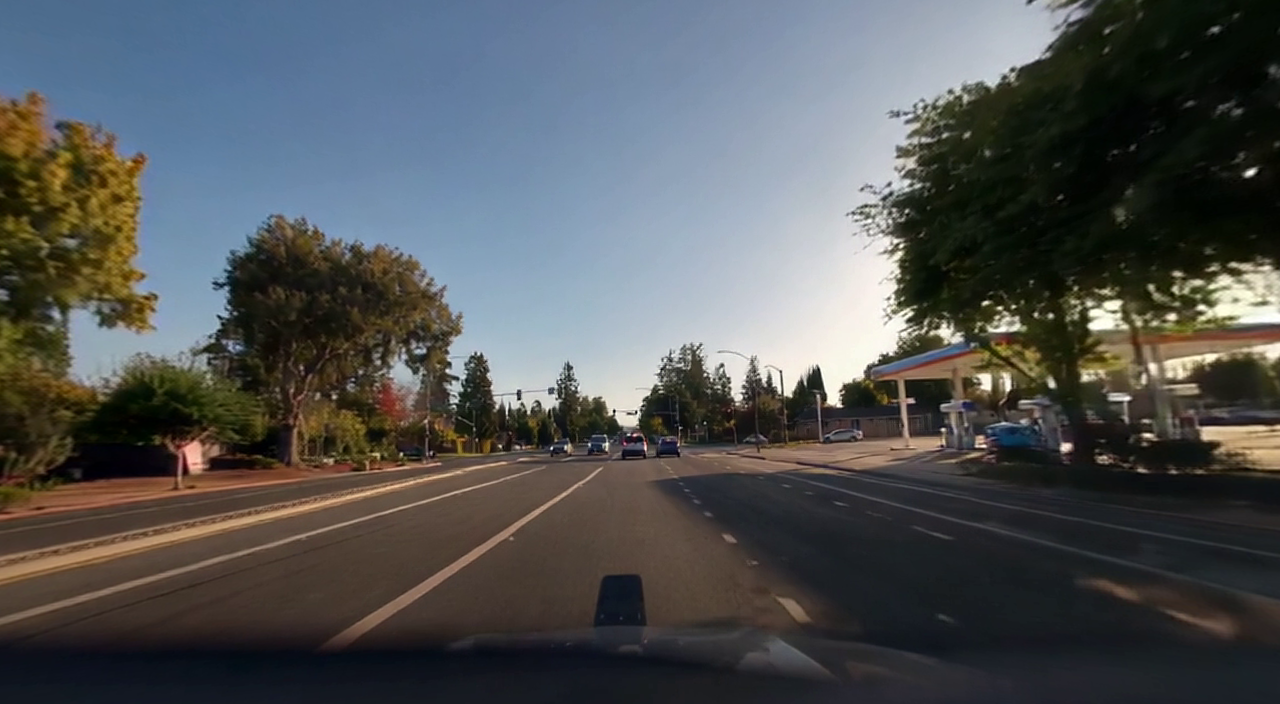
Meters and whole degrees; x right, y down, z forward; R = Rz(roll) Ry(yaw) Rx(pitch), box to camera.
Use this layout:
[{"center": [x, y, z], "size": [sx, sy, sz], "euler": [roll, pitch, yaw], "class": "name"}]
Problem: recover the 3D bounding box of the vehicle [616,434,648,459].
[{"center": [-0.561, 6.770, 45.060], "size": [2.146, 1.742, 4.095], "euler": [0, -9, -1], "class": "vehicle"}]
